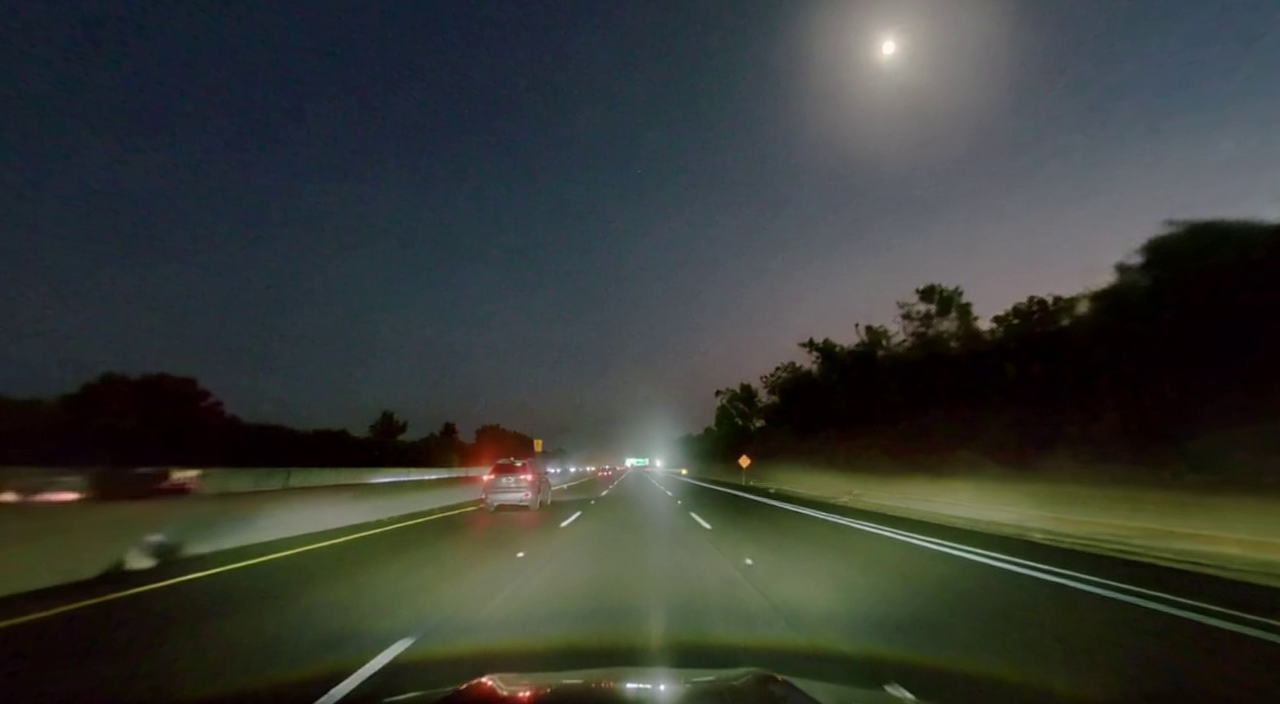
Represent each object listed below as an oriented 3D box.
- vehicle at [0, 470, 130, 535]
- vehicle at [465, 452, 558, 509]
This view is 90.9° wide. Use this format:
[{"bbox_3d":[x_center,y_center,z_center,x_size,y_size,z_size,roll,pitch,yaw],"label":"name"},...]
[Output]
[{"bbox_3d":[-15.961,3.815,16.266,1.802,1.485,4.492,1,-10,-1],"label":"vehicle"},{"bbox_3d":[-4.323,4.454,22.068,2.178,1.736,4.847,1,-10,0],"label":"vehicle"}]
